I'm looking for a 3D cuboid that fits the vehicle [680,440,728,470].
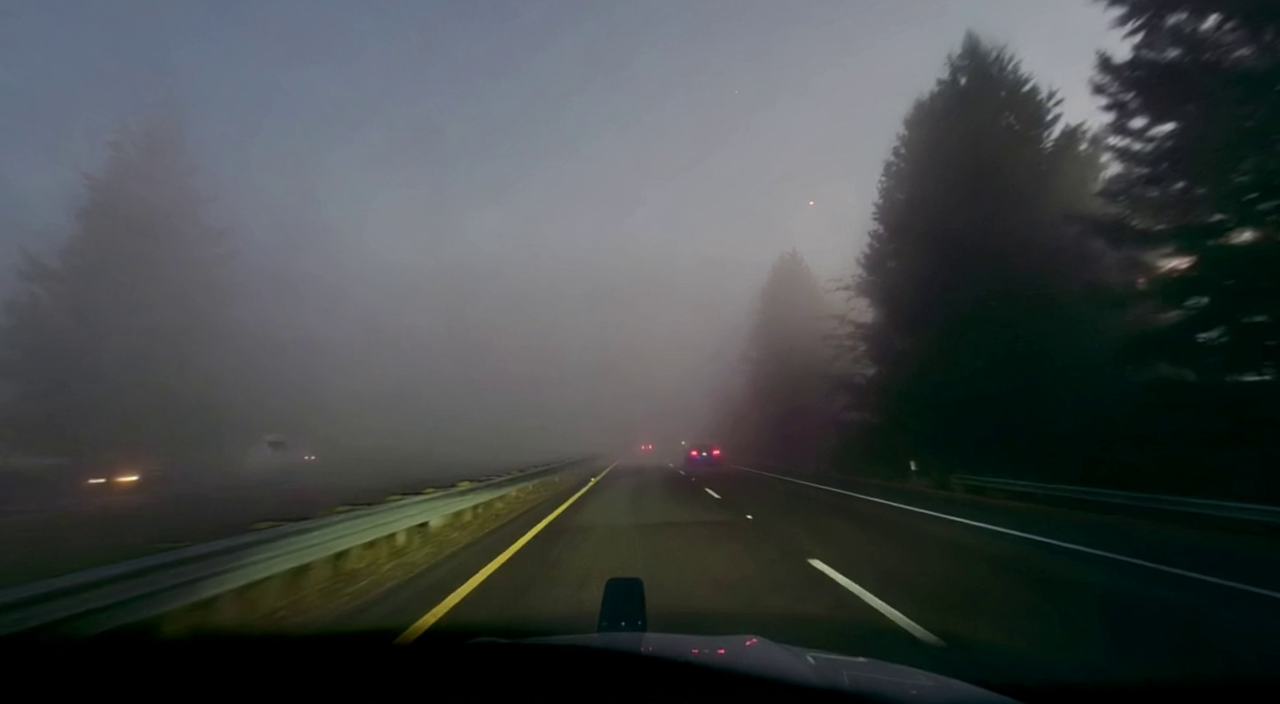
[{"bbox_3d":[3.467,5.693,34.794,2.079,1.531,3.997,0,-8,-2],"label":"vehicle"}]
